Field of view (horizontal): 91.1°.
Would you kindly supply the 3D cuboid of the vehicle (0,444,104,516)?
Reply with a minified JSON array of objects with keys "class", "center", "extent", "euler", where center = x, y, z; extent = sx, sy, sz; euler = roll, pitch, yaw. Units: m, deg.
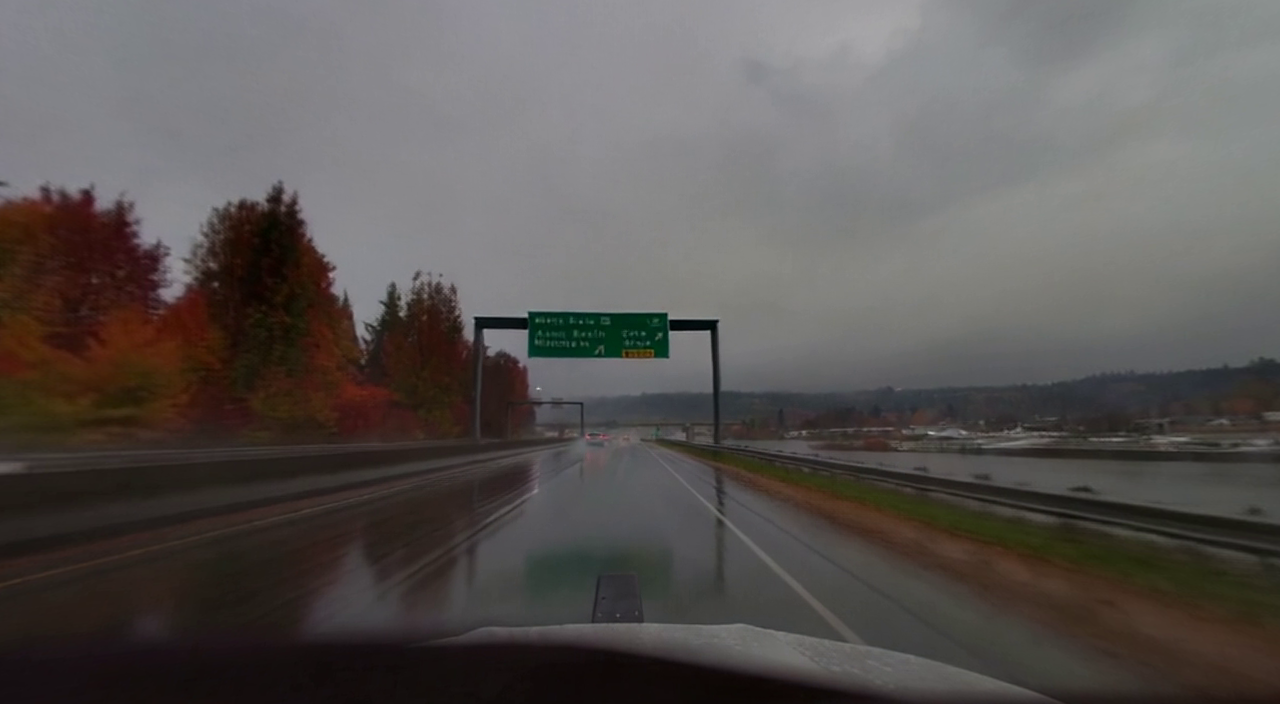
[{"class":"vehicle","center":[-14.876,2.750,13.461],"extent":[2.276,1.502,5.178],"euler":[0,-8,-1]}]
